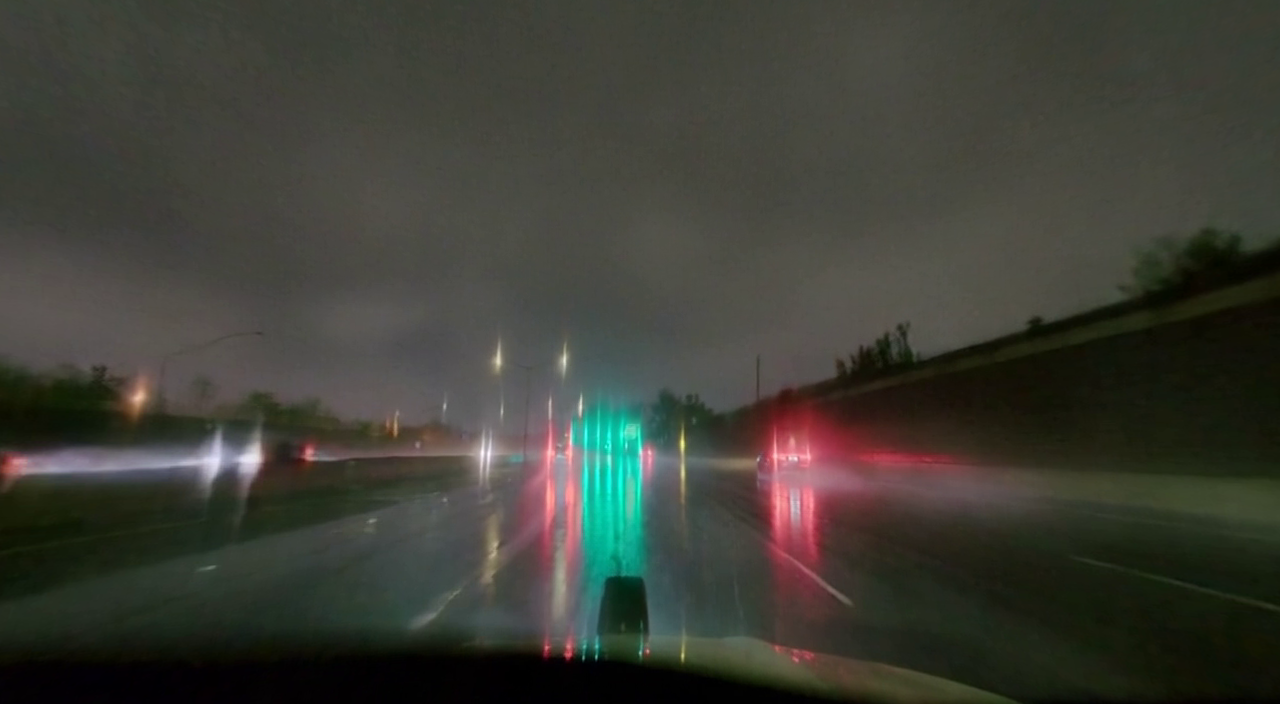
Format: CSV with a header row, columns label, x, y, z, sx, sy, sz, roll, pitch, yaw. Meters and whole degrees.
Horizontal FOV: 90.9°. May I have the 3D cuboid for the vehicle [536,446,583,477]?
label,x,y,z,sx,sy,sz,roll,pitch,yaw
vehicle,-4.145,5.721,33.142,2.014,1.481,4.156,0,-8,-2

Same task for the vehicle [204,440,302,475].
label,x,y,z,sx,sy,sz,roll,pitch,yaw
vehicle,-18.554,5.073,30.511,1.977,1.538,4.458,0,-9,-1
